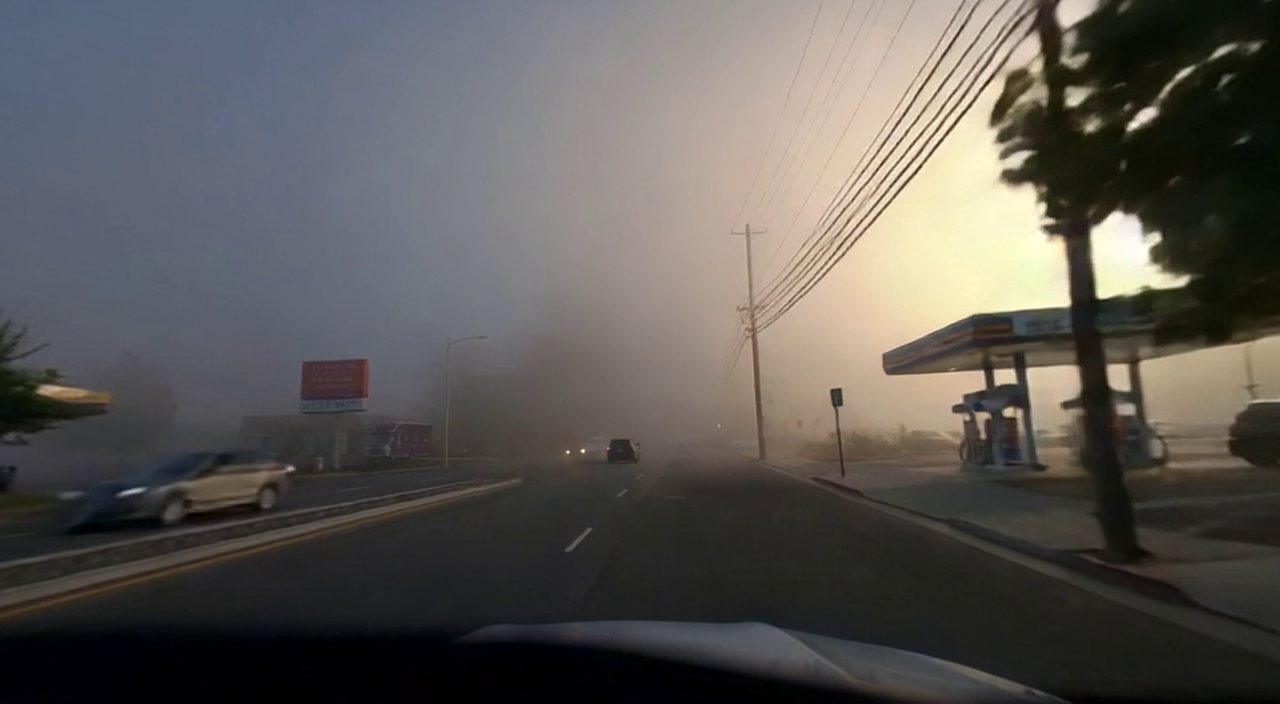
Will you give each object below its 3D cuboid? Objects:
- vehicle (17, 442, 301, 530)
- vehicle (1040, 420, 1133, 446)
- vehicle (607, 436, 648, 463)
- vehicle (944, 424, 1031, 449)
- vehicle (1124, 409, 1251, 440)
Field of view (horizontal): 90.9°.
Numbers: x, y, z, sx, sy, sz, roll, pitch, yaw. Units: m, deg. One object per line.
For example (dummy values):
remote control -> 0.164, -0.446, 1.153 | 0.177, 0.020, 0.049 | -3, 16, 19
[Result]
vehicle -> -9.643, 2.660, 13.340 | 2.021, 1.480, 4.800 | -1, -8, 4
vehicle -> 28.424, 5.226, 40.372 | 1.901, 1.509, 4.610 | 2, -8, -15
vehicle -> -0.700, 5.774, 37.528 | 2.073, 1.525, 3.968 | -1, -8, 4
vehicle -> 22.582, 5.538, 41.257 | 1.908, 1.474, 4.885 | 1, -9, -19
vehicle -> 37.218, 5.056, 43.166 | 2.249, 1.918, 6.120 | 2, -8, -17
